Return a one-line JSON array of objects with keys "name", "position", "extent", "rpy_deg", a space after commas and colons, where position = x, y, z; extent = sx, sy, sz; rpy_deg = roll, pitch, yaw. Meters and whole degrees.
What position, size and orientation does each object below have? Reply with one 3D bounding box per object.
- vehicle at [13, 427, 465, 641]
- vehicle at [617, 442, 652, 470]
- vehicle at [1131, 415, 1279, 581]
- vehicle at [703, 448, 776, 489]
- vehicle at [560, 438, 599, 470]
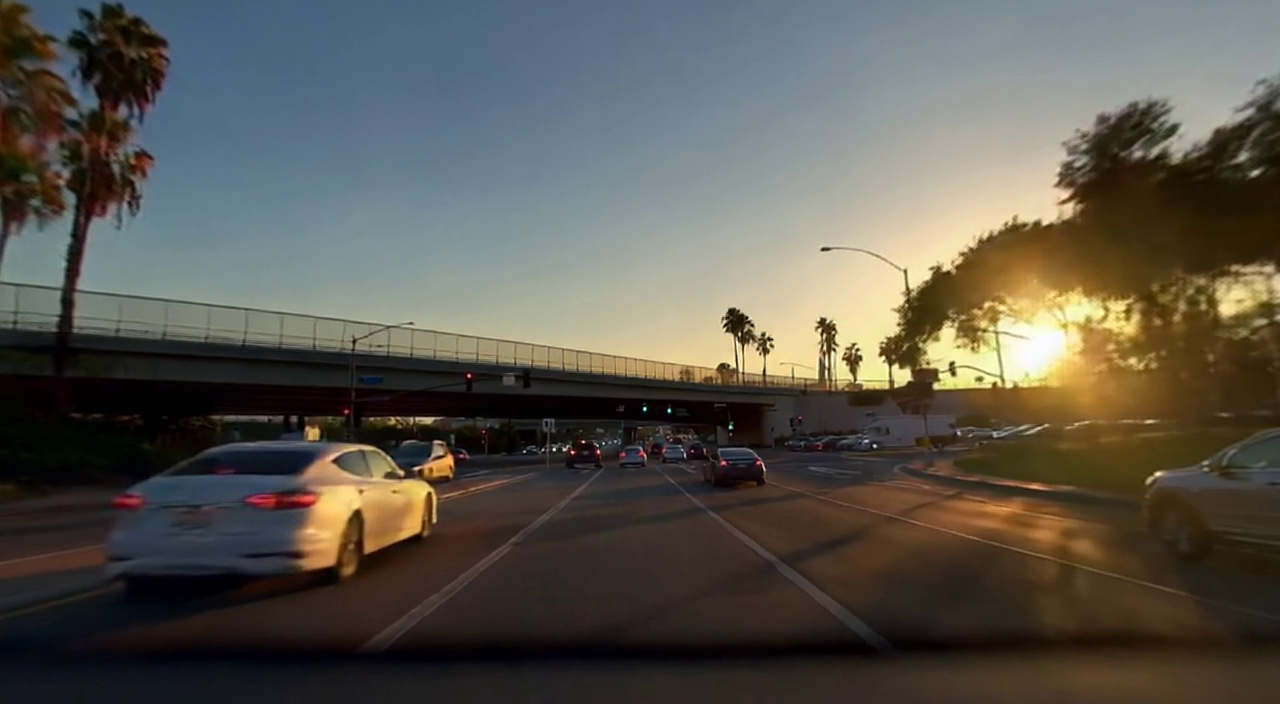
[{"name": "vehicle", "position": [-3.433, 1.607, 6.569], "extent": [2.111, 1.506, 4.018], "rpy_deg": [0, -8, -1]}, {"name": "vehicle", "position": [-0.351, 6.793, 41.090], "extent": [2.172, 1.694, 4.055], "rpy_deg": [0, -8, 0]}, {"name": "vehicle", "position": [7.380, 1.426, 6.016], "extent": [1.964, 1.647, 4.114], "rpy_deg": [0, -8, 0]}, {"name": "vehicle", "position": [3.787, 4.512, 24.690], "extent": [2.156, 1.404, 4.120], "rpy_deg": [0, -8, -1]}, {"name": "vehicle", "position": [-4.112, 6.993, 43.195], "extent": [2.485, 2.012, 5.498], "rpy_deg": [1, -8, -4]}]
